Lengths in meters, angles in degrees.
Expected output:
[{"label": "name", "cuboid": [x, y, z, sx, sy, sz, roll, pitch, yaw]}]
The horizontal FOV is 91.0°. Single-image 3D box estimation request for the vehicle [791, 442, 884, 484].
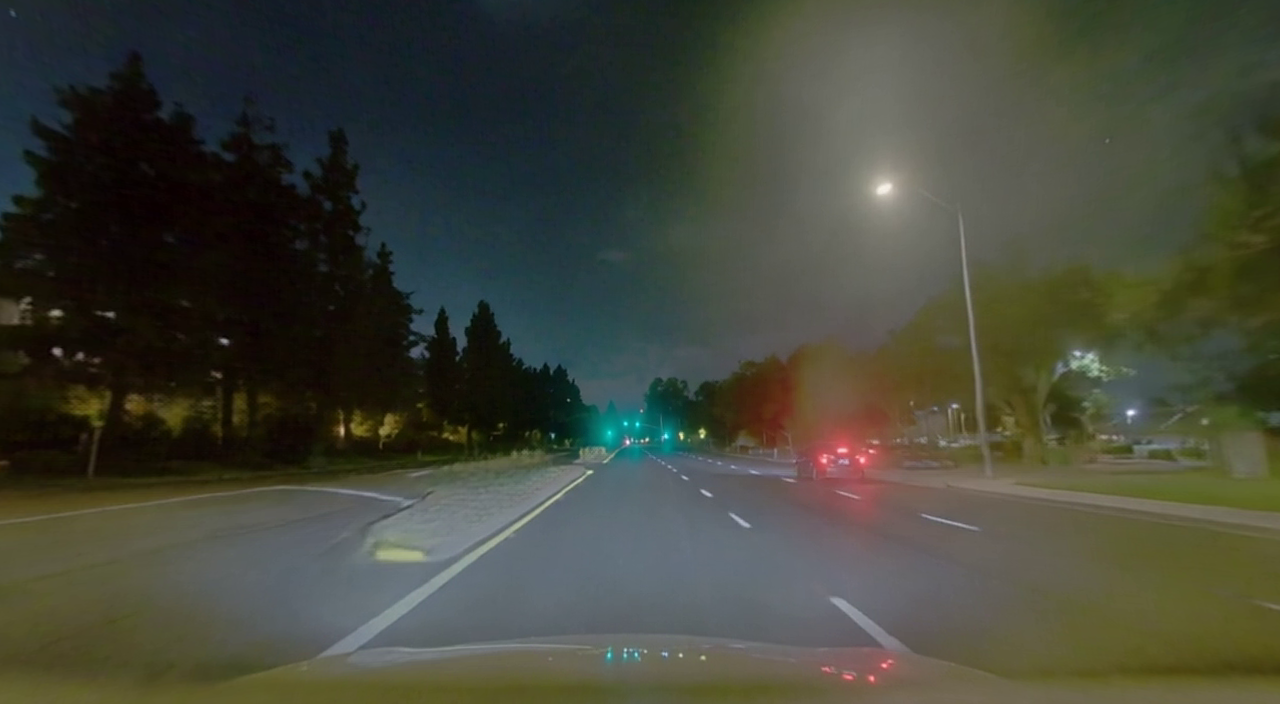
[{"label": "vehicle", "cuboid": [7.409, 4.199, 24.122, 2.054, 1.421, 4.487, 0, -9, -1]}]
